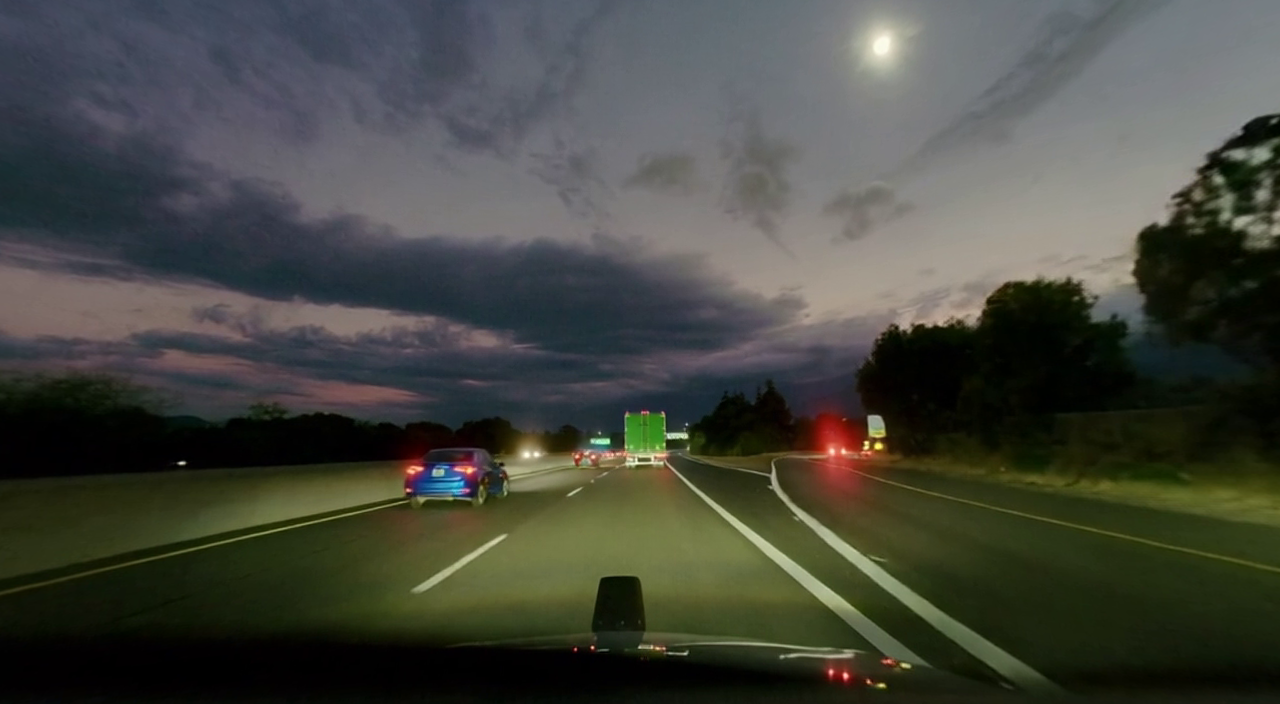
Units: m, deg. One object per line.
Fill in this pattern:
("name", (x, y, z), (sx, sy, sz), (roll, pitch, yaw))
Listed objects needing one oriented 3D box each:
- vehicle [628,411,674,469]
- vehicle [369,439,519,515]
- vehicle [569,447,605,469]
("vehicle", (0.724, 6.253, 44.361), (2.893, 3.628, 9.081), (0, -9, 1))
("vehicle", (-4.279, 2.799, 14.615), (2.010, 1.461, 4.391), (0, -9, 1))
("vehicle", (-3.566, 7.220, 43.179), (1.981, 1.435, 4.199), (0, -9, 2))
